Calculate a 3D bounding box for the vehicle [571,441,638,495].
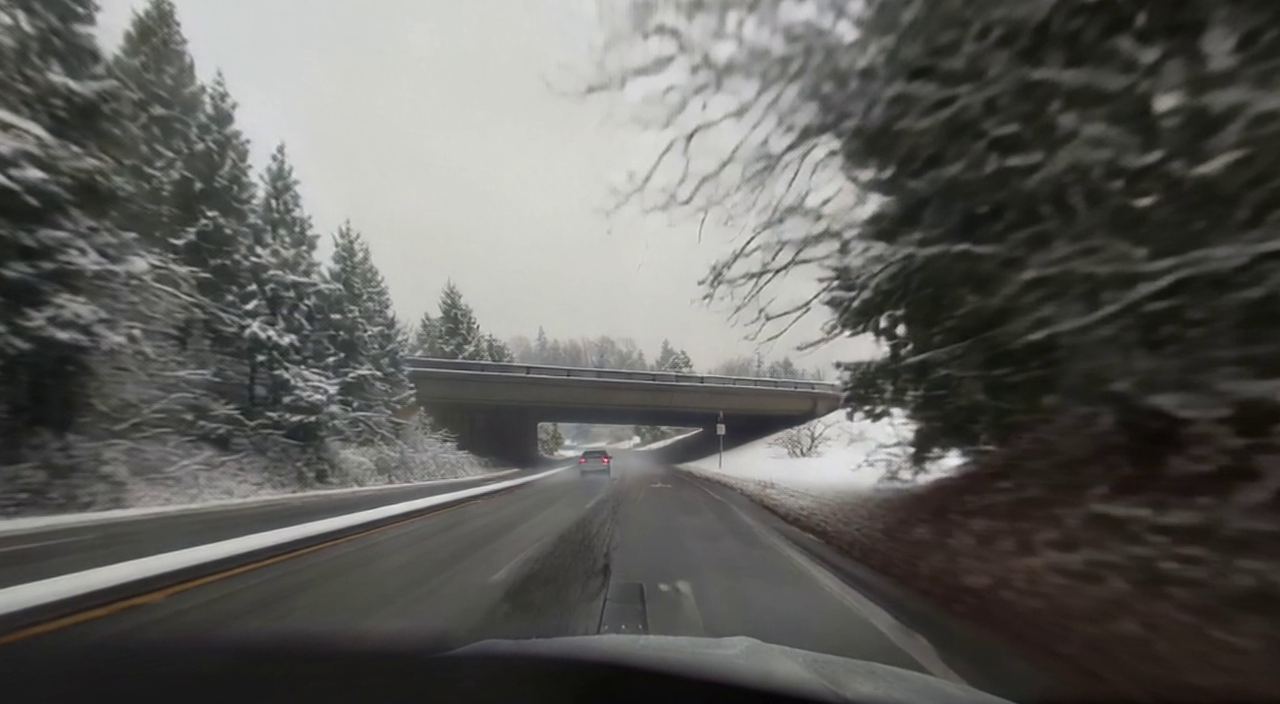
[{"bbox_3d":[-1.171,3.822,21.036,2.037,1.601,3.643,0,-9,-3],"label":"vehicle"}]
